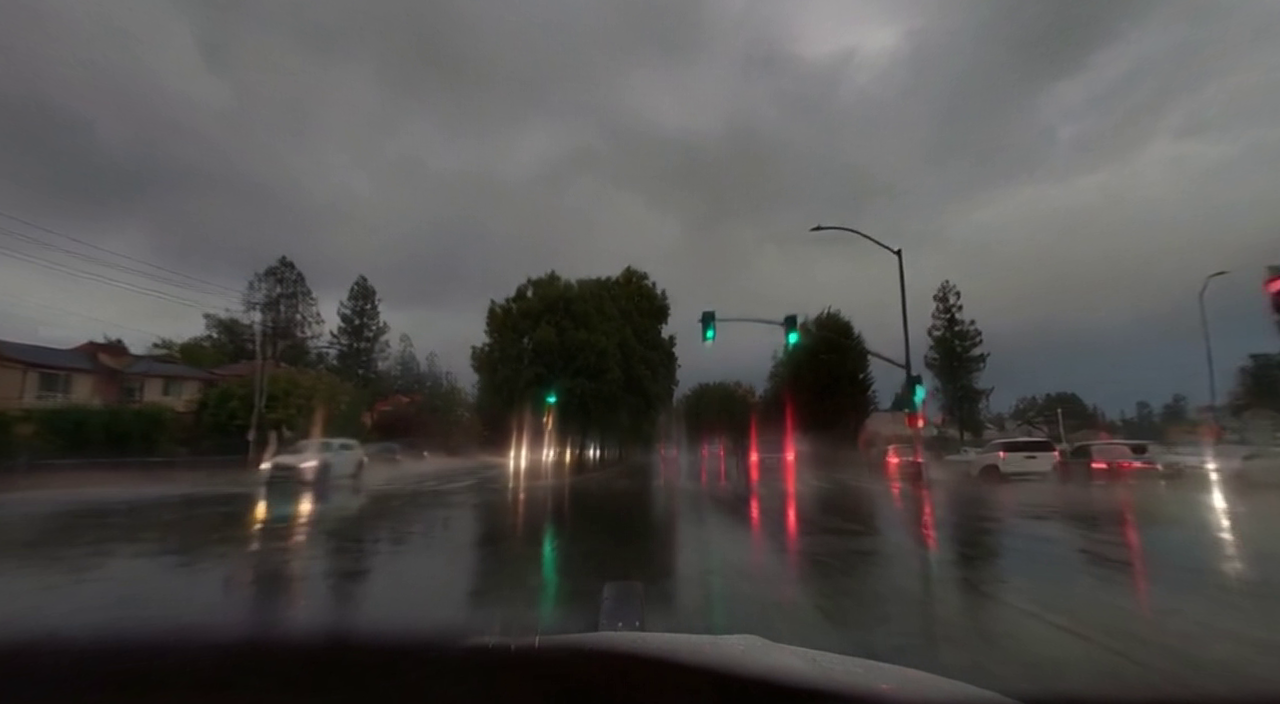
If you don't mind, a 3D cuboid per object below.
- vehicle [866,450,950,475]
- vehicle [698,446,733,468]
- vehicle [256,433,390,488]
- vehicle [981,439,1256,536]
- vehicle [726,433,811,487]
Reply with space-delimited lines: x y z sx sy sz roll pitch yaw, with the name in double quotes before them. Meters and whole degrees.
"vehicle" 16.724 6.893 39.734 2.040 1.472 4.846 3 -9 -21
"vehicle" 5.180 7.245 43.758 2.064 1.474 4.389 0 -9 2
"vehicle" -11.323 3.907 23.071 2.155 1.768 4.904 -1 -9 2
"vehicle" 8.571 2.425 11.933 1.949 1.492 4.103 0 -9 0
"vehicle" 4.657 4.002 23.680 2.209 1.813 4.724 0 -9 1
